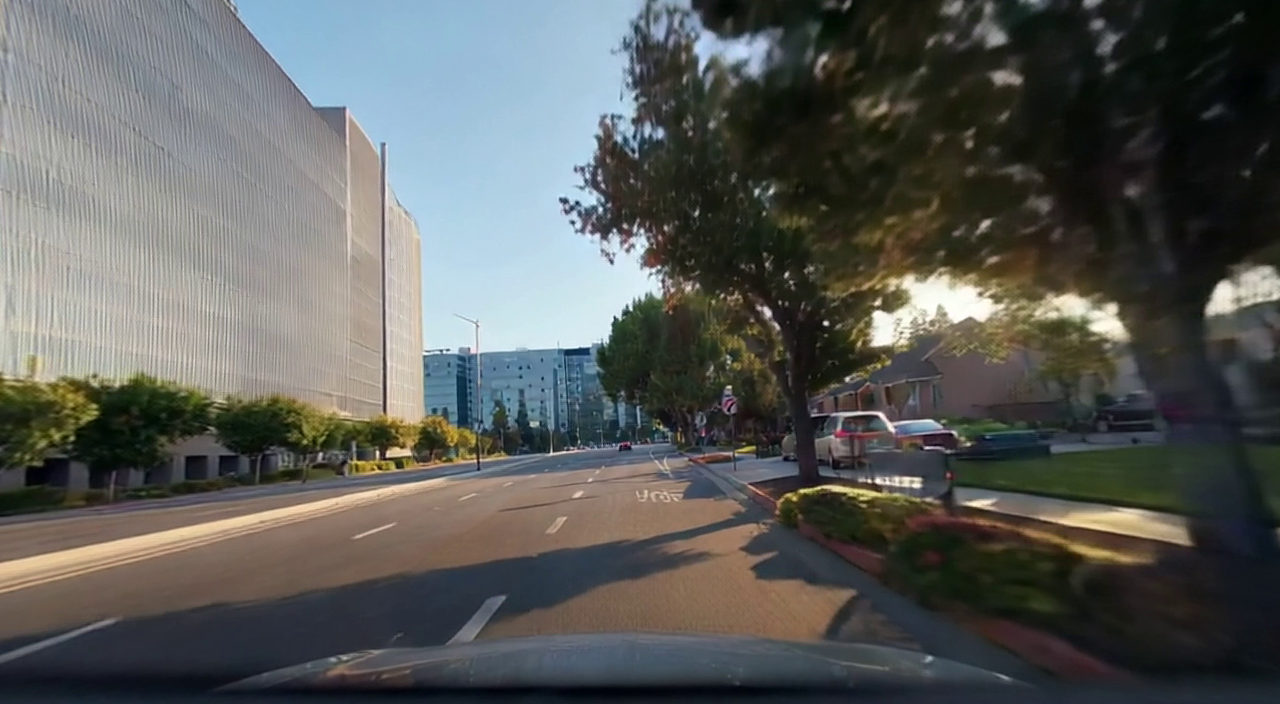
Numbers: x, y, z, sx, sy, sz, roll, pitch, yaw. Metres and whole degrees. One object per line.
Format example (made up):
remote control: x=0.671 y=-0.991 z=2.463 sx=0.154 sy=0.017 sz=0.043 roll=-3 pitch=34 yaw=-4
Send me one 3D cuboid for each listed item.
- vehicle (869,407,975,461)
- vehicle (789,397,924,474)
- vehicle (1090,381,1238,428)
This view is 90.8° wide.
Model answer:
vehicle: x=8.851 y=2.650 z=20.184 sx=1.842 sy=1.535 sz=3.638 roll=0 pitch=-9 yaw=3
vehicle: x=6.444 y=2.621 z=19.610 sx=2.160 sy=1.944 sz=5.086 roll=-3 pitch=-8 yaw=-2
vehicle: x=19.832 y=2.106 z=24.236 sx=1.890 sy=1.492 sz=4.494 roll=0 pitch=-9 yaw=2
